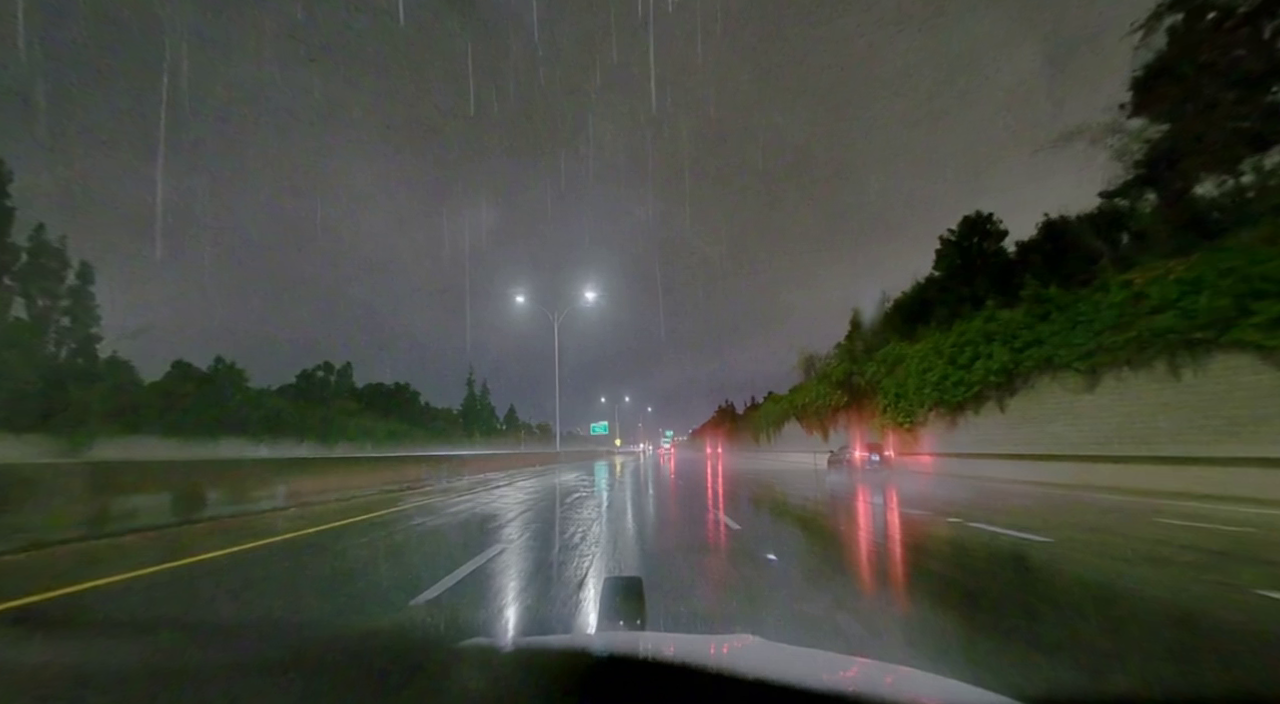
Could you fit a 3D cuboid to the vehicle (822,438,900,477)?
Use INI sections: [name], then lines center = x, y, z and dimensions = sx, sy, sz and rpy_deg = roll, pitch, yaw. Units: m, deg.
[vehicle]
center = 10.718, 5.152, 30.924
dimensions = 2.167, 1.781, 4.340
rpy_deg = 0, -9, -1
